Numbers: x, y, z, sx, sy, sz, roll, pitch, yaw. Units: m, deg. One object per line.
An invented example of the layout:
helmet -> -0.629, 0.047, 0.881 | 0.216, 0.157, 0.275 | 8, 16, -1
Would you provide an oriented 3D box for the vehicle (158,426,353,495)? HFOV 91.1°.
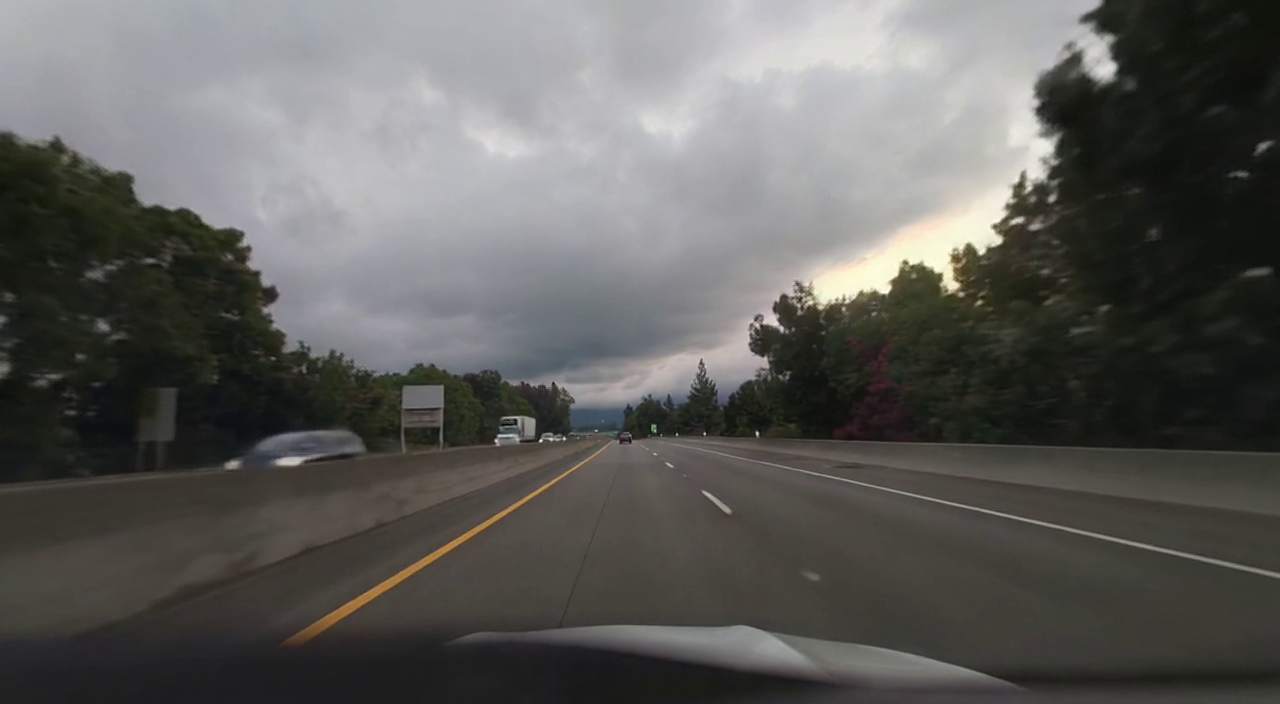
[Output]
vehicle -> -10.208, 2.895, 17.275 | 2.498, 1.625, 4.617 | 0, -8, -1
